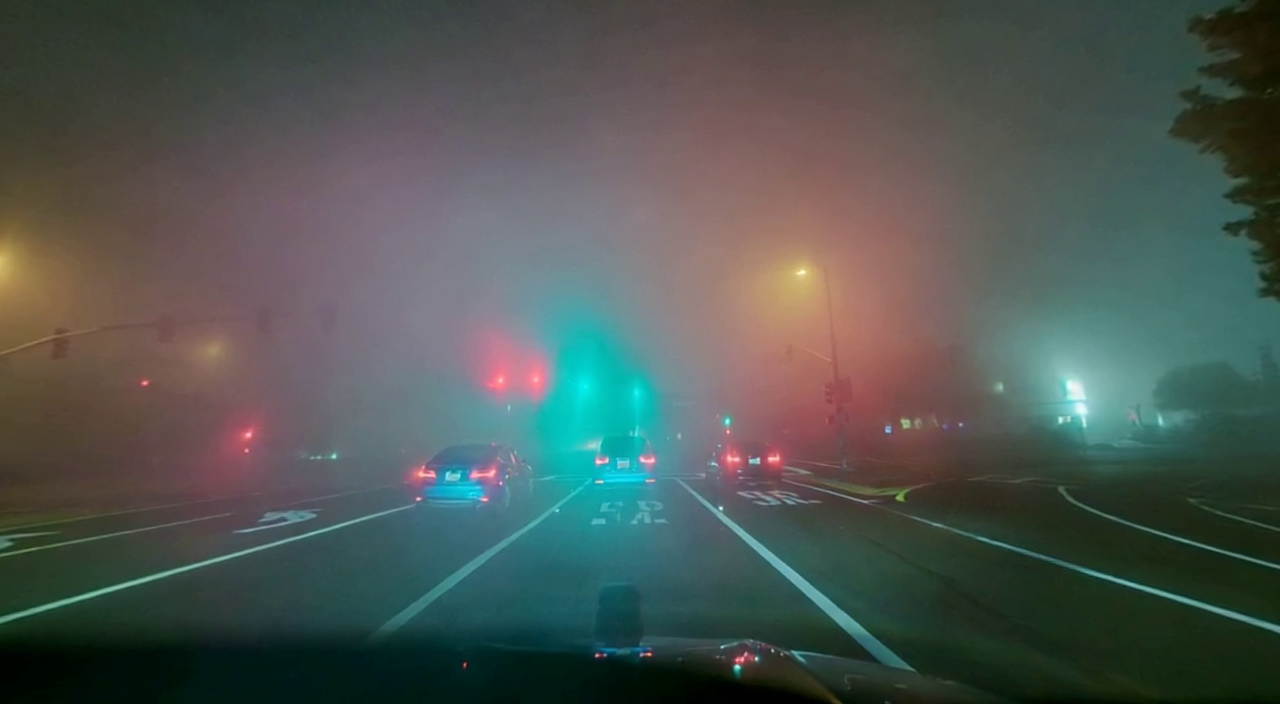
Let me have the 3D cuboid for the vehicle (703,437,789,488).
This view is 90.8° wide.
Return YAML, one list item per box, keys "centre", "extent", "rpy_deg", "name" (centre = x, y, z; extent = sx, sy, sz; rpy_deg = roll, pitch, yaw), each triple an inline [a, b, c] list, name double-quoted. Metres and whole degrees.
- centre: [3.269, 3.511, 20.439]
  extent: [1.970, 1.449, 4.433]
  rpy_deg: [0, -8, -1]
  name: "vehicle"

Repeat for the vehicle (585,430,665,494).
- centre: [-0.378, 3.112, 18.170]
  extent: [2.038, 1.599, 3.844]
  rpy_deg: [0, -8, 0]
  name: "vehicle"

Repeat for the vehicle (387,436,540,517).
- centre: [-3.608, 2.626, 13.907]
  extent: [2.052, 1.472, 4.479]
  rpy_deg: [0, -8, 0]
  name: "vehicle"
